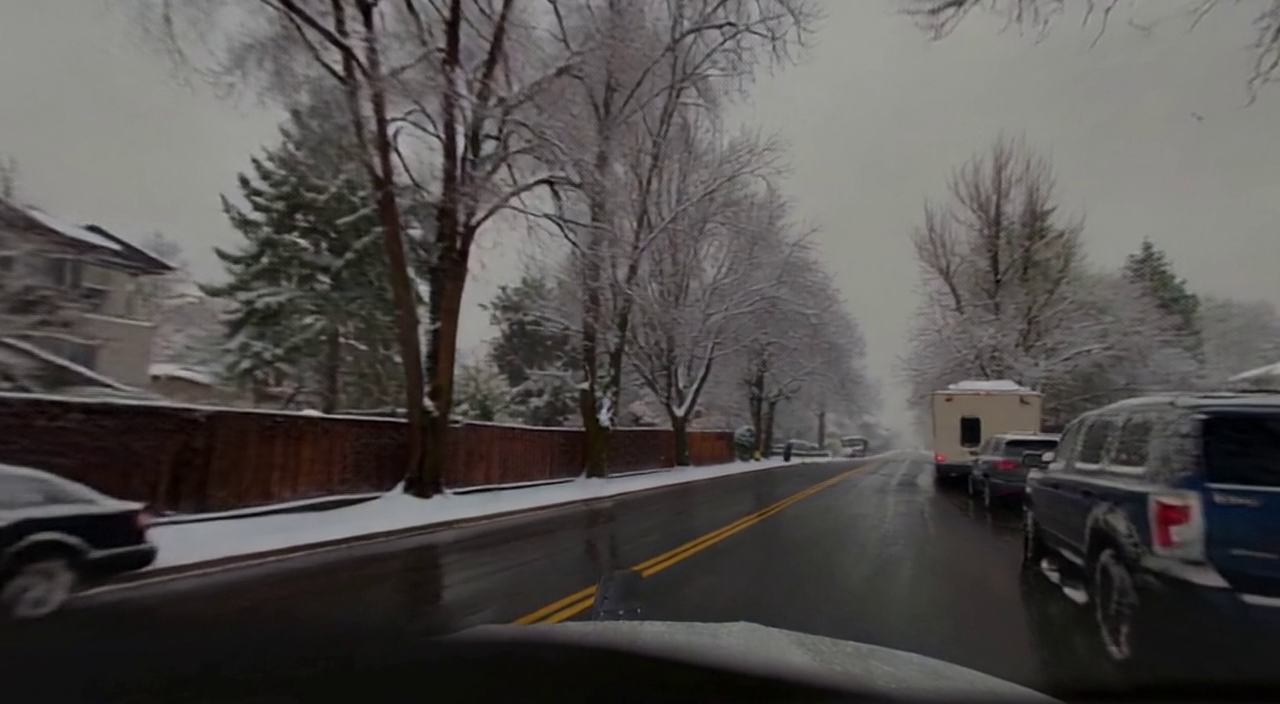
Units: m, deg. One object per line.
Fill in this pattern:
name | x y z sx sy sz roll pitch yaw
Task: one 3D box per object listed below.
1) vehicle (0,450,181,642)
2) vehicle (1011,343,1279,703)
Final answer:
vehicle | -6.370 1.487 4.467 1.816 1.489 4.653 -3 -9 23
vehicle | 4.504 1.140 4.790 2.182 1.785 5.726 -2 -7 24
